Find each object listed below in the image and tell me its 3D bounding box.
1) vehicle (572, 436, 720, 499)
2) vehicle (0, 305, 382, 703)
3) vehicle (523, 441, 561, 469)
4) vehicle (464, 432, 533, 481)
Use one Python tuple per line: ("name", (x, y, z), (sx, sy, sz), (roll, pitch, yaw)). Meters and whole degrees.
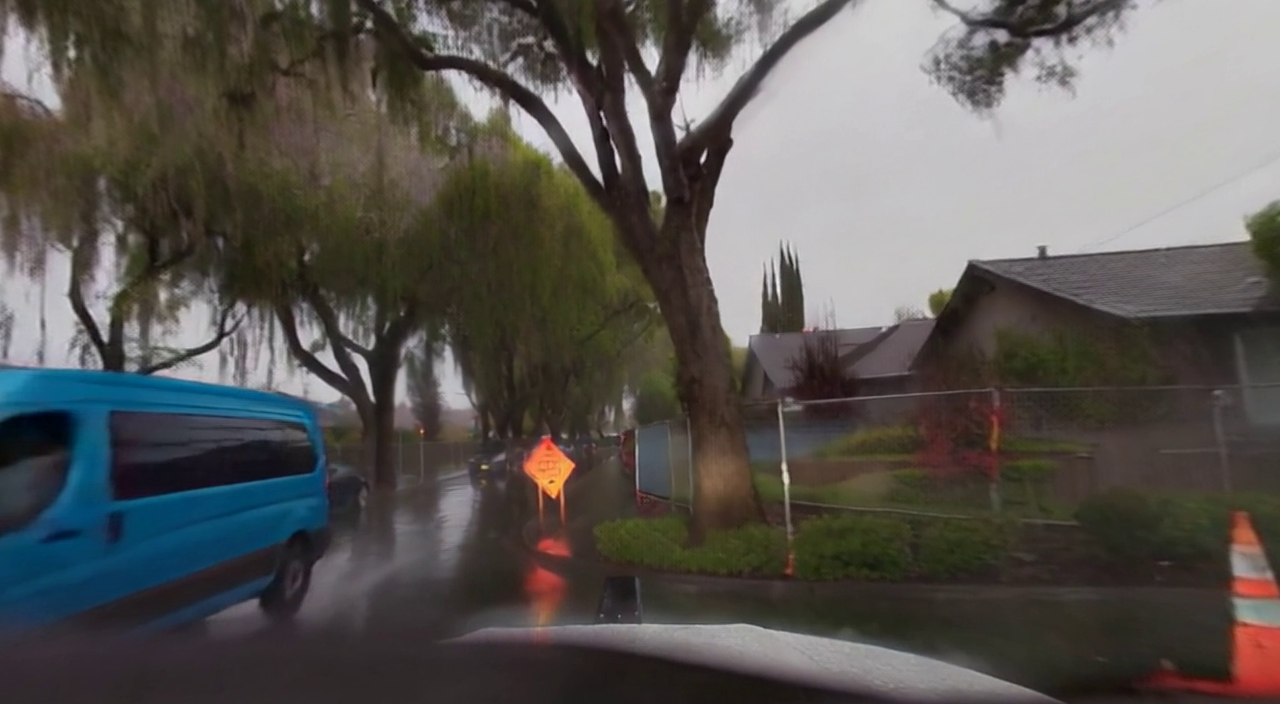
("vehicle", (0.269, 3.004, 16.971), (1.827, 1.436, 4.070), (-7, -10, 39))
("vehicle", (-3.792, 1.044, 4.265), (2.219, 1.984, 4.712), (0, -8, -2))
("vehicle", (-6.328, 6.674, 40.991), (1.765, 1.493, 4.130), (2, -6, 0))
("vehicle", (-6.655, 4.905, 30.181), (2.042, 1.937, 4.960), (3, -6, 1))
